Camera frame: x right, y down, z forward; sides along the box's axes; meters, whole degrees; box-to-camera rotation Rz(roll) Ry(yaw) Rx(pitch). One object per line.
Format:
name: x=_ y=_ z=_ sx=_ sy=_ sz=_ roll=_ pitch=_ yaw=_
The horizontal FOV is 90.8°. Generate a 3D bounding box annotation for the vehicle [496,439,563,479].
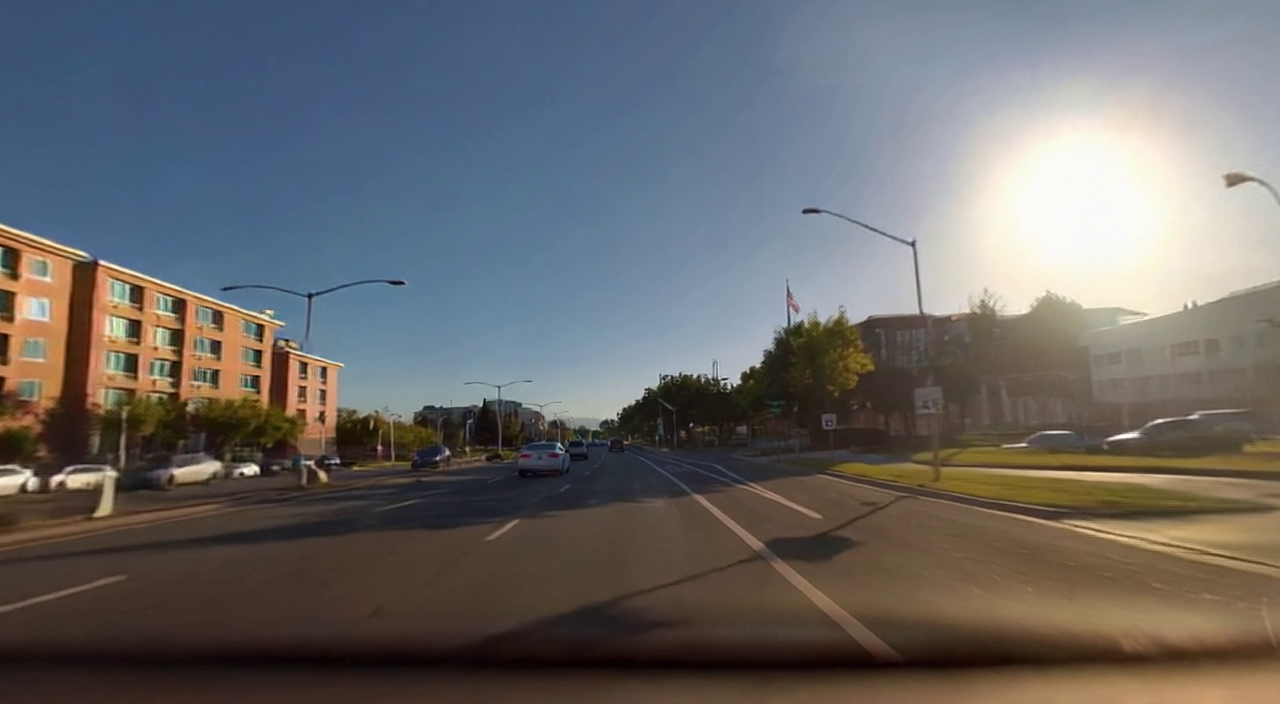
vehicle: x=-4.396 y=4.335 z=25.845 sx=2.025 sy=1.474 sz=4.292 roll=0 pitch=-8 yaw=0

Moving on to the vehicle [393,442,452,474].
vehicle: x=-13.173 y=6.414 z=38.623 sx=2.150 sy=1.721 sz=4.465 roll=-2 pitch=-8 yaw=-2

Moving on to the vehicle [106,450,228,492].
vehicle: x=-22.695 y=5.706 z=30.630 sx=2.201 sy=1.782 sz=4.675 roll=0 pitch=-8 yaw=2

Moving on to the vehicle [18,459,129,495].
vehicle: x=-30.198 y=6.644 z=33.911 sx=1.872 sy=1.644 sz=4.627 roll=0 pitch=-8 yaw=-4
